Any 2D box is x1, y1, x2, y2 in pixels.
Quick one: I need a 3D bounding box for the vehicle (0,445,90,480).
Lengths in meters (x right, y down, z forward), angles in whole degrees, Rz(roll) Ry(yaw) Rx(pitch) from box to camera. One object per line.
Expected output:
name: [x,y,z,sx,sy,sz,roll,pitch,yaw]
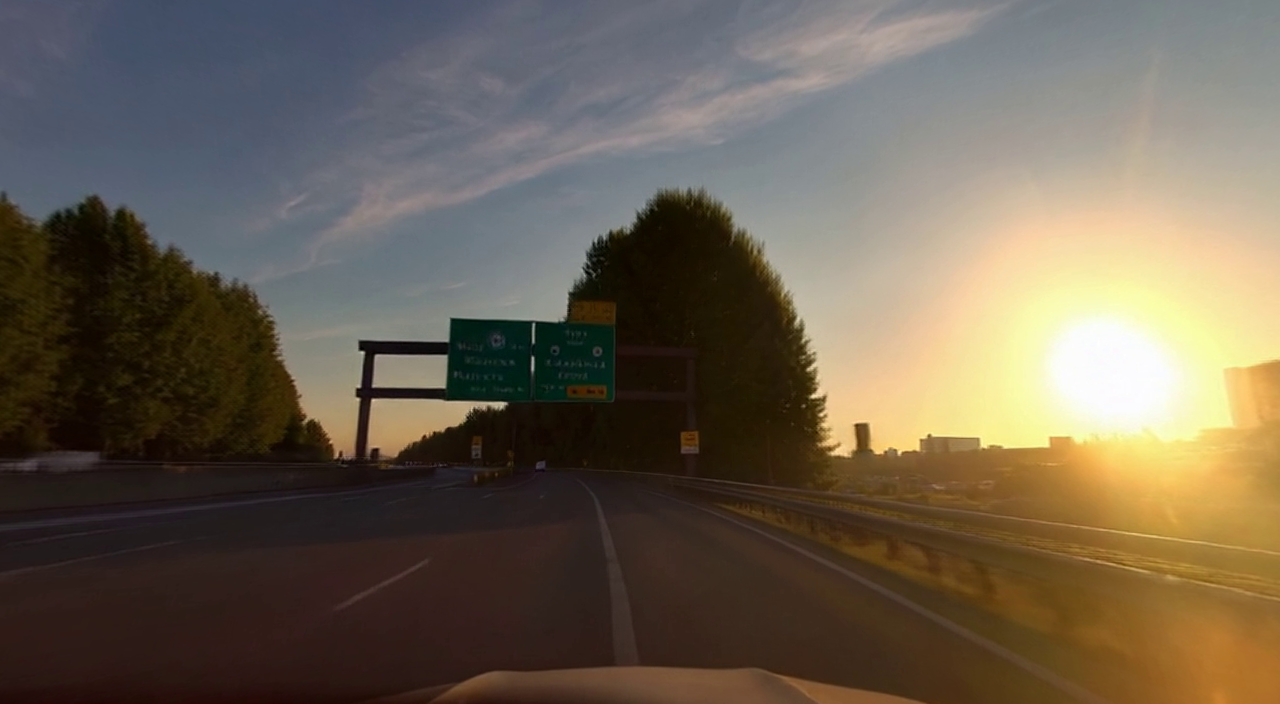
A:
vehicle: [-31.763,5.791,32.911,1.936,1.701,4.864,2,-11,-6]
